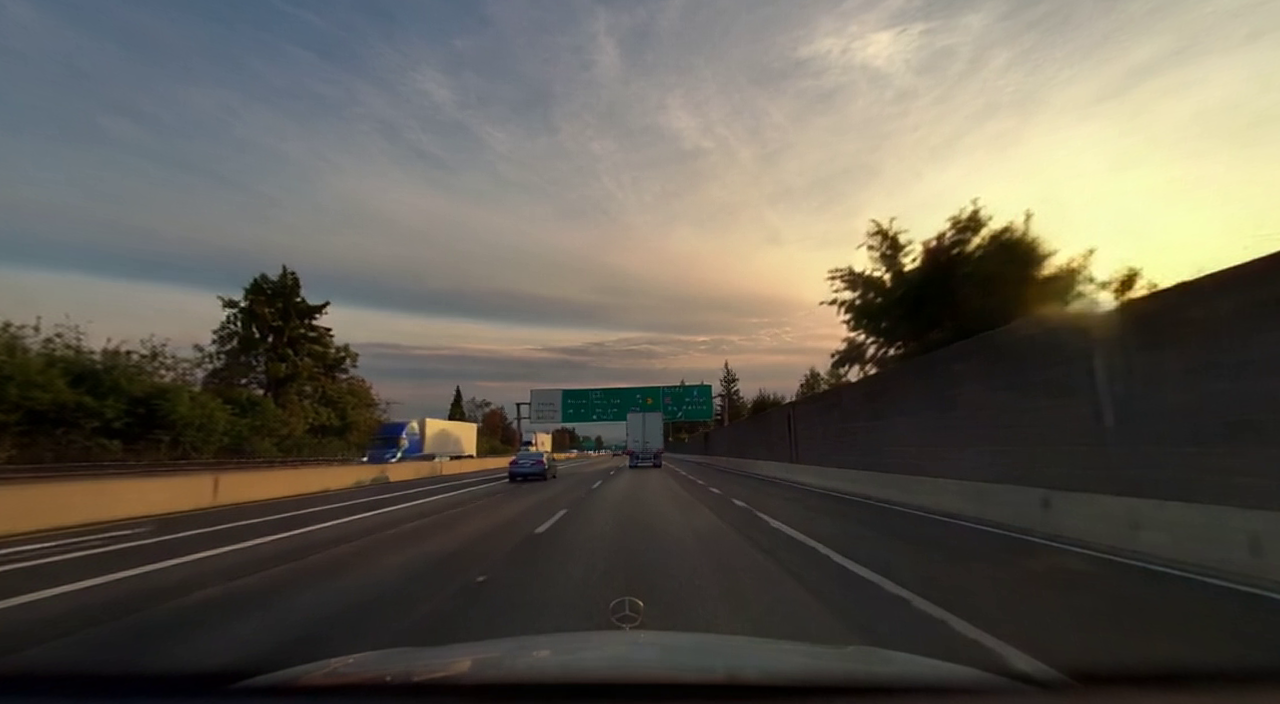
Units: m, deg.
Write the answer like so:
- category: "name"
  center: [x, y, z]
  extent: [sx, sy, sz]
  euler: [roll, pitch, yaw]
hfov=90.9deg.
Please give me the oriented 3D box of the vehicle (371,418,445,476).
- category: "vehicle"
  center: [-16.779, 6.938, 46.013]
  extent: [2.987, 3.918, 5.823]
  euler: [0, -9, 1]

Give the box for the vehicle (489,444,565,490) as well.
- category: "vehicle"
  center: [-4.072, 4.223, 23.534]
  extent: [1.974, 1.531, 4.429]
  euler: [0, -9, 1]

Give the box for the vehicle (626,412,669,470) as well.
- category: "vehicle"
  center: [0.601, 7.007, 49.243]
  extent: [2.980, 4.051, 10.359]
  euler: [0, -9, 1]
